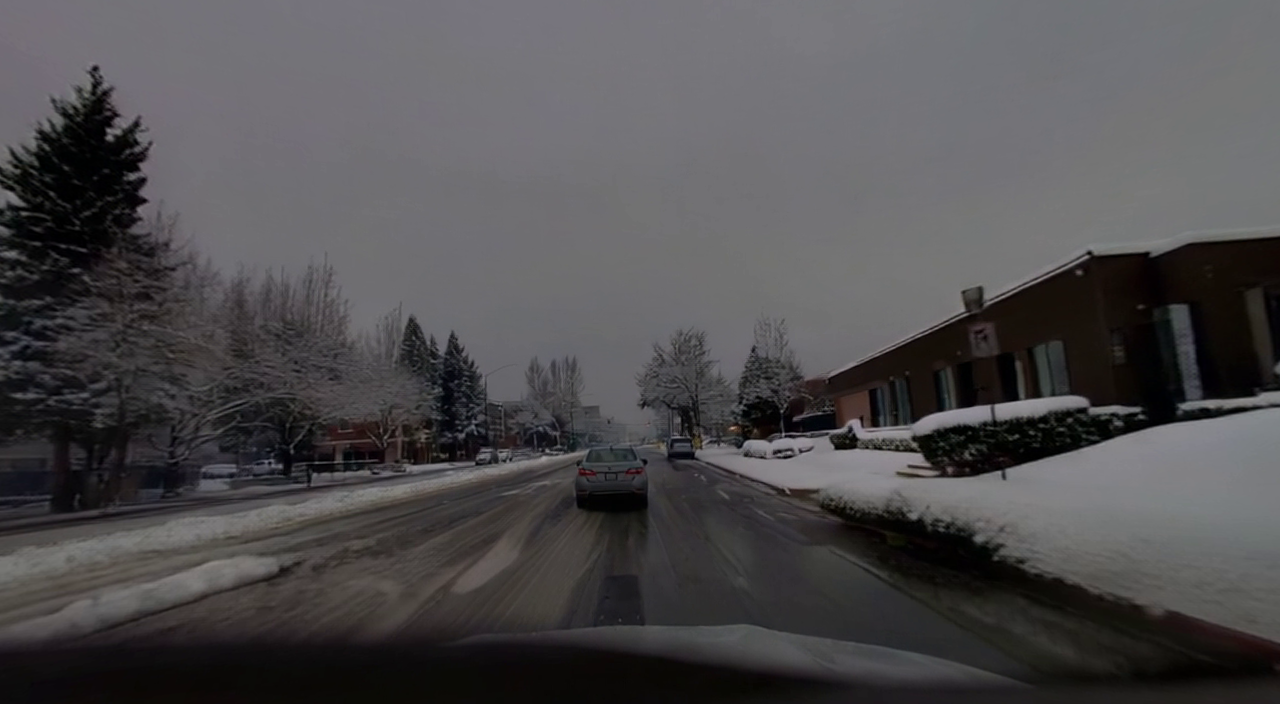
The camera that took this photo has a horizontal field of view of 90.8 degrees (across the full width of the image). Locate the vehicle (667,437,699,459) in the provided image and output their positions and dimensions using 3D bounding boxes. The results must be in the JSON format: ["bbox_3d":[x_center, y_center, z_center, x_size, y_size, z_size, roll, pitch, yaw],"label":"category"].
[{"bbox_3d":[2.976,6.724,44.360,1.972,1.484,3.974,0,-8,1],"label":"vehicle"}]

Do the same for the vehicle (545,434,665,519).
[{"bbox_3d":[-0.734,2.535,13.446,2.116,1.479,4.358,0,-8,-3],"label":"vehicle"}]
